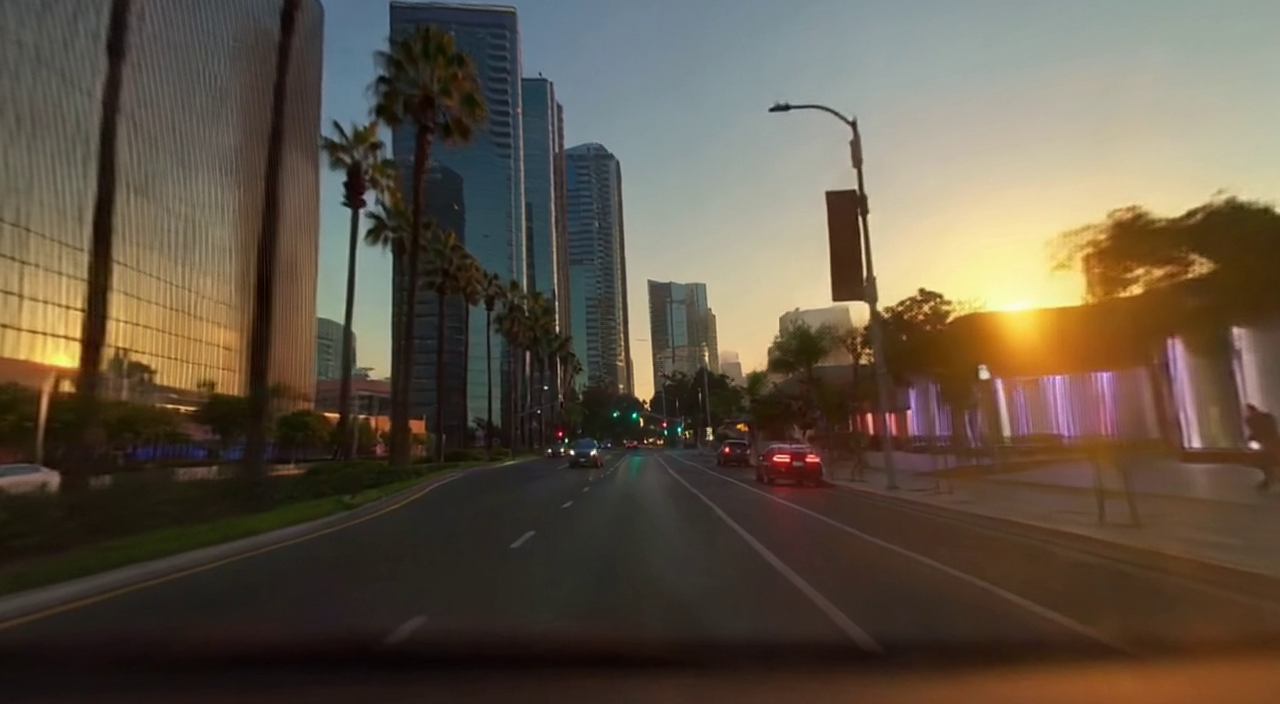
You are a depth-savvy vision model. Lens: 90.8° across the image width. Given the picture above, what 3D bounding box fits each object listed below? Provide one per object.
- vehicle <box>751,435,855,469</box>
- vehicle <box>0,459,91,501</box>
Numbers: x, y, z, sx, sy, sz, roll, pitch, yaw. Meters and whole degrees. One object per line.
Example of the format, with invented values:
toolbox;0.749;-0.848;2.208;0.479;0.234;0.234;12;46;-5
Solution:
vehicle;8.587;5.323;33.624;4.871;1.708;2.144;0;-9;-2
vehicle;-23.932;4.866;24.212;1.751;1.424;4.506;0;-8;0
